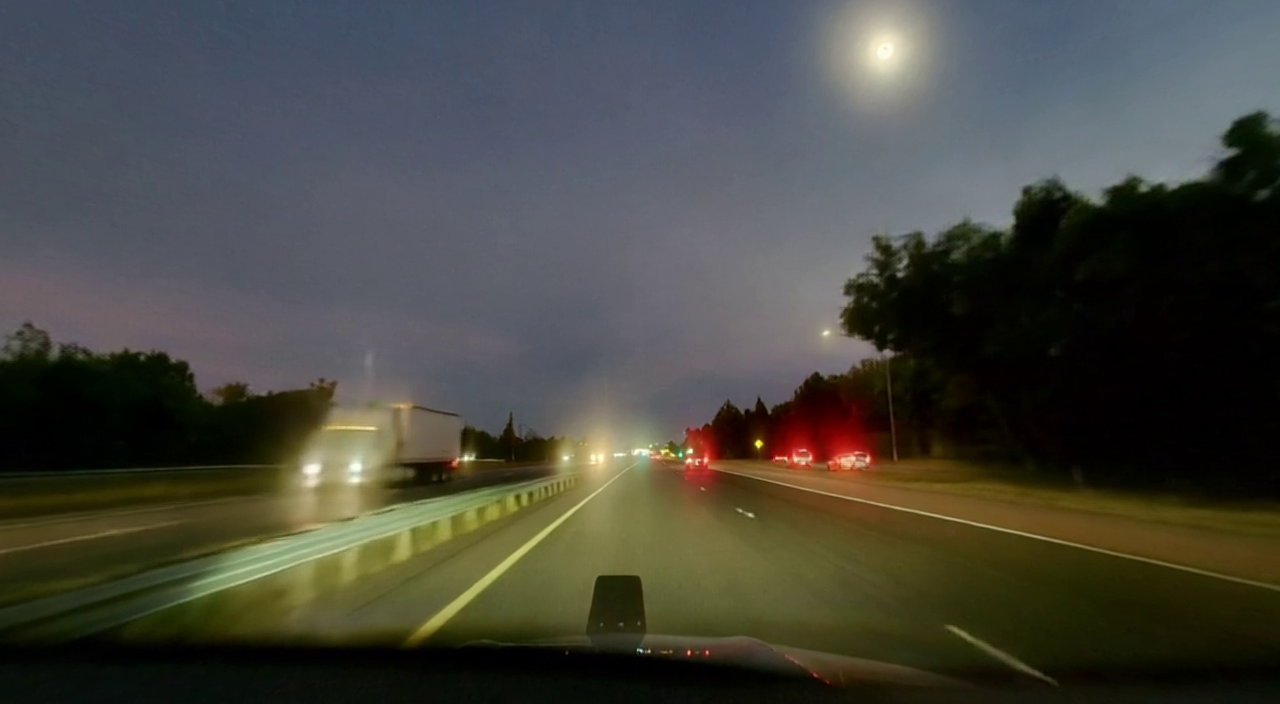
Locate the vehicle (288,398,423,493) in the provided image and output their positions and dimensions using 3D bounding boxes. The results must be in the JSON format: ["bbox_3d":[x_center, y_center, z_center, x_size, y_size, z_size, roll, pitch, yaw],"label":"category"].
[{"bbox_3d":[-12.799,4.325,29.180,2.956,3.840,6.896,0,-9,0],"label":"vehicle"}]
